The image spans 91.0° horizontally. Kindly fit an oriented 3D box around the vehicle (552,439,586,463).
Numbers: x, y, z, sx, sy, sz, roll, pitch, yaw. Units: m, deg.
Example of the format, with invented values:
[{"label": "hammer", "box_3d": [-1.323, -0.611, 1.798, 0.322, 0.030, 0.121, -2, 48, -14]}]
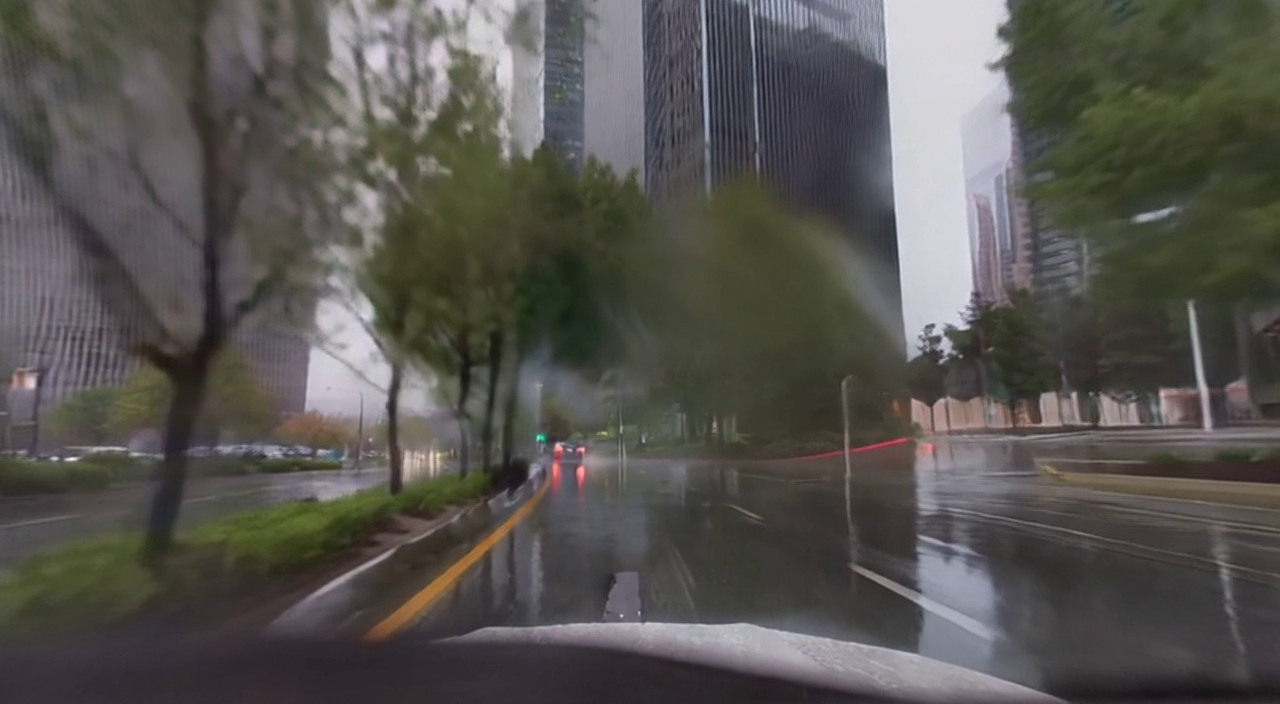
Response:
[{"label": "vehicle", "box_3d": [-5.660, 7.793, 49.885, 2.129, 1.816, 4.851, 2, -8, -13]}]
